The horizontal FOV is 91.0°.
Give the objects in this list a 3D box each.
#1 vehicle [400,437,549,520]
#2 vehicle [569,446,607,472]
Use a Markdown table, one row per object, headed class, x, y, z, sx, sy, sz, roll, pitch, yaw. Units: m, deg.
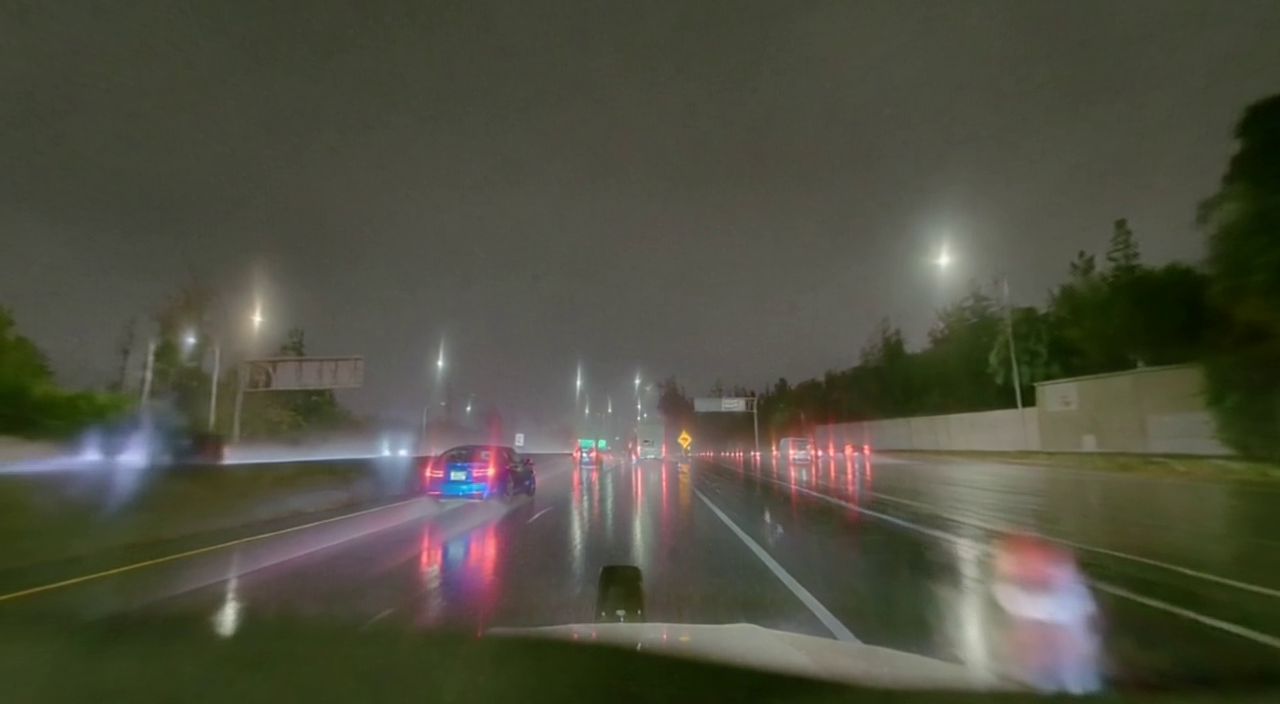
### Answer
| class | x | y | z | sx | sy | sz | roll | pitch | yaw |
| --- | --- | --- | --- | --- | --- | --- | --- | --- | --- |
| vehicle | -3.427 | 2.710 | 14.136 | 2.012 | 1.510 | 4.672 | 0 | -9 | 1 |
| vehicle | -3.148 | 6.566 | 38.905 | 1.965 | 1.459 | 4.145 | 0 | -9 | 0 |
